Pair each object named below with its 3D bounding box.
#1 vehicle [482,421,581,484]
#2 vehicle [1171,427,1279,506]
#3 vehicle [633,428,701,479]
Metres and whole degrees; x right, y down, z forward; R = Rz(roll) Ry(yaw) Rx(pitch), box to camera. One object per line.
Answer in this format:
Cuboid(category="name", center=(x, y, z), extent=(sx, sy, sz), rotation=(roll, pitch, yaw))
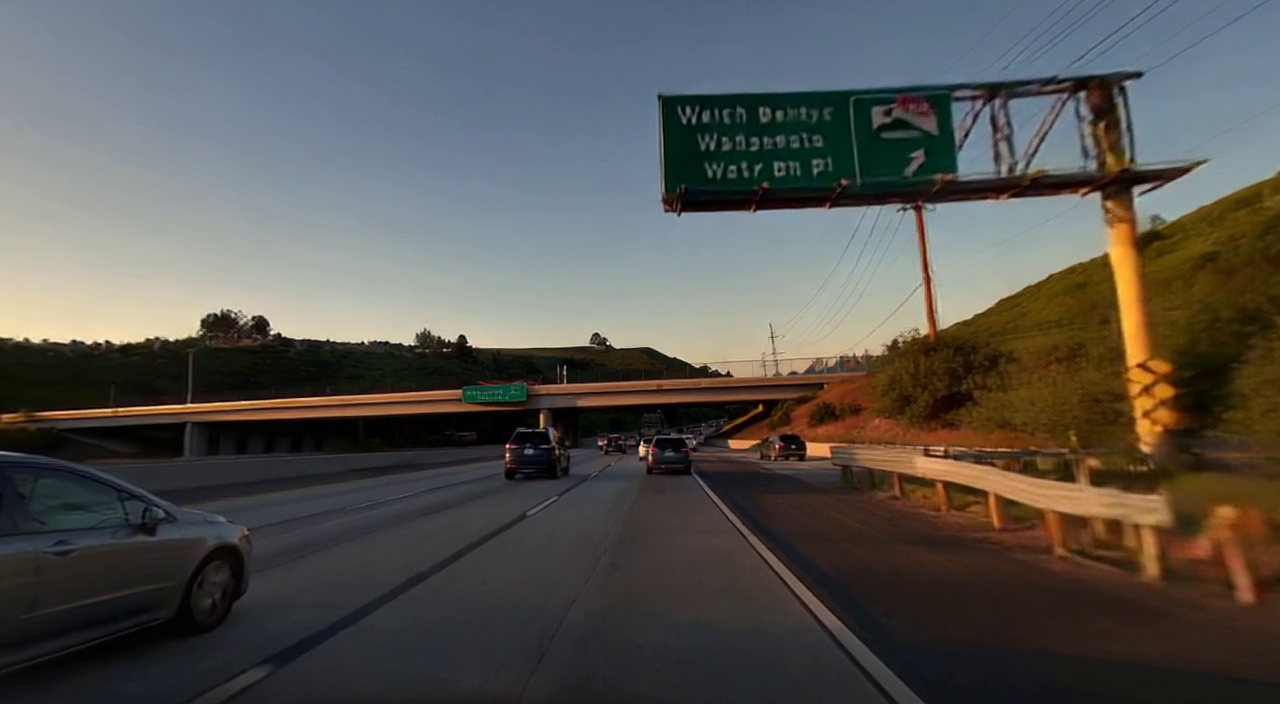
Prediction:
Cuboid(category="vehicle", center=(-3.438, 3.321, 21.027), extent=(2.228, 1.845, 4.847), rotation=(-1, -8, 3))
Cuboid(category="vehicle", center=(16.907, 2.871, 15.883), extent=(2.059, 1.938, 4.793), rotation=(4, -9, -26))
Cuboid(category="vehicle", center=(0.900, 3.604, 22.564), extent=(2.193, 1.651, 3.946), rotation=(0, -8, 1))
